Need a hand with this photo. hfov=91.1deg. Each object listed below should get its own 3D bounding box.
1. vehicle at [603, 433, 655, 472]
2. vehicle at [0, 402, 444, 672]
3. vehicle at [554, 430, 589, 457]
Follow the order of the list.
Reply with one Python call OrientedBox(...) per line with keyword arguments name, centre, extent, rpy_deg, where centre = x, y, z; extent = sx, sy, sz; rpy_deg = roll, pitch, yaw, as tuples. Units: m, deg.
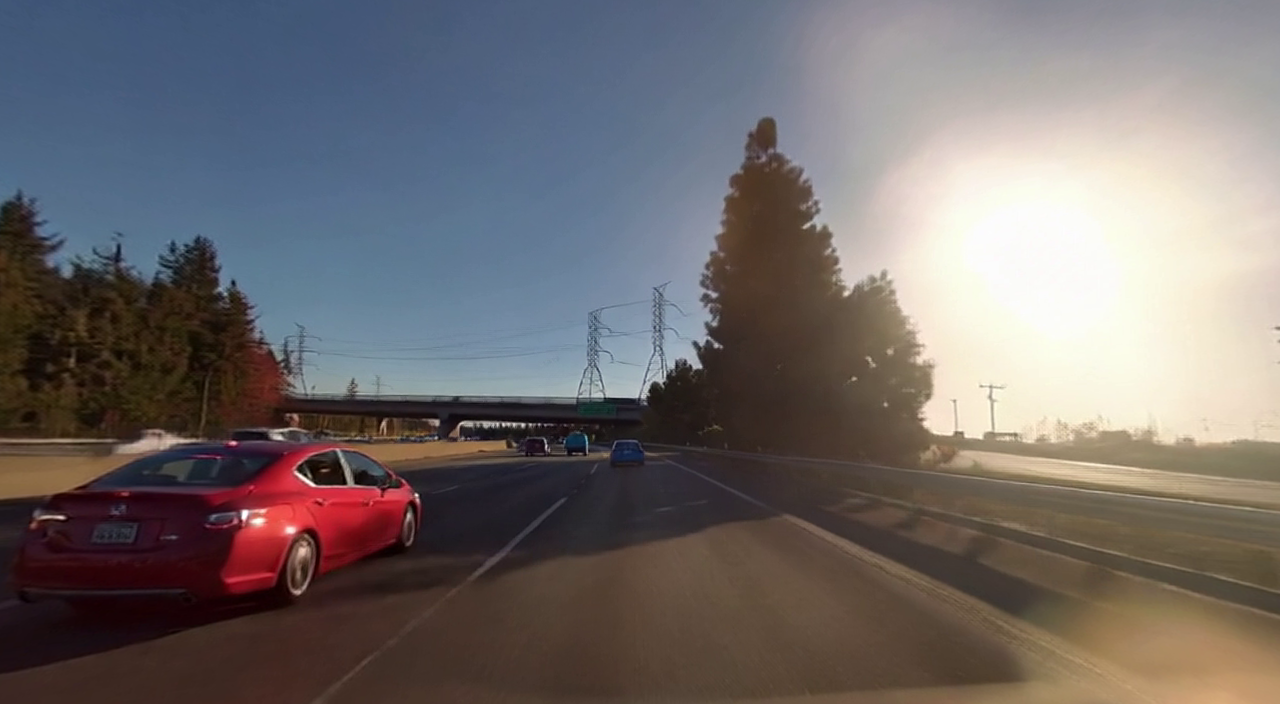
OrientedBox(name="vehicle", centre=(-0.488, 4.118, 25.968), extent=(1.954, 1.460, 3.983), rpy_deg=(0, -8, -2))
OrientedBox(name="vehicle", centre=(-3.610, 1.362, 5.901), extent=(2.035, 1.514, 4.600), rpy_deg=(0, -8, 0))
OrientedBox(name="vehicle", centre=(-4.829, 6.534, 44.771), extent=(2.174, 1.806, 3.932), rpy_deg=(0, -8, -2))
